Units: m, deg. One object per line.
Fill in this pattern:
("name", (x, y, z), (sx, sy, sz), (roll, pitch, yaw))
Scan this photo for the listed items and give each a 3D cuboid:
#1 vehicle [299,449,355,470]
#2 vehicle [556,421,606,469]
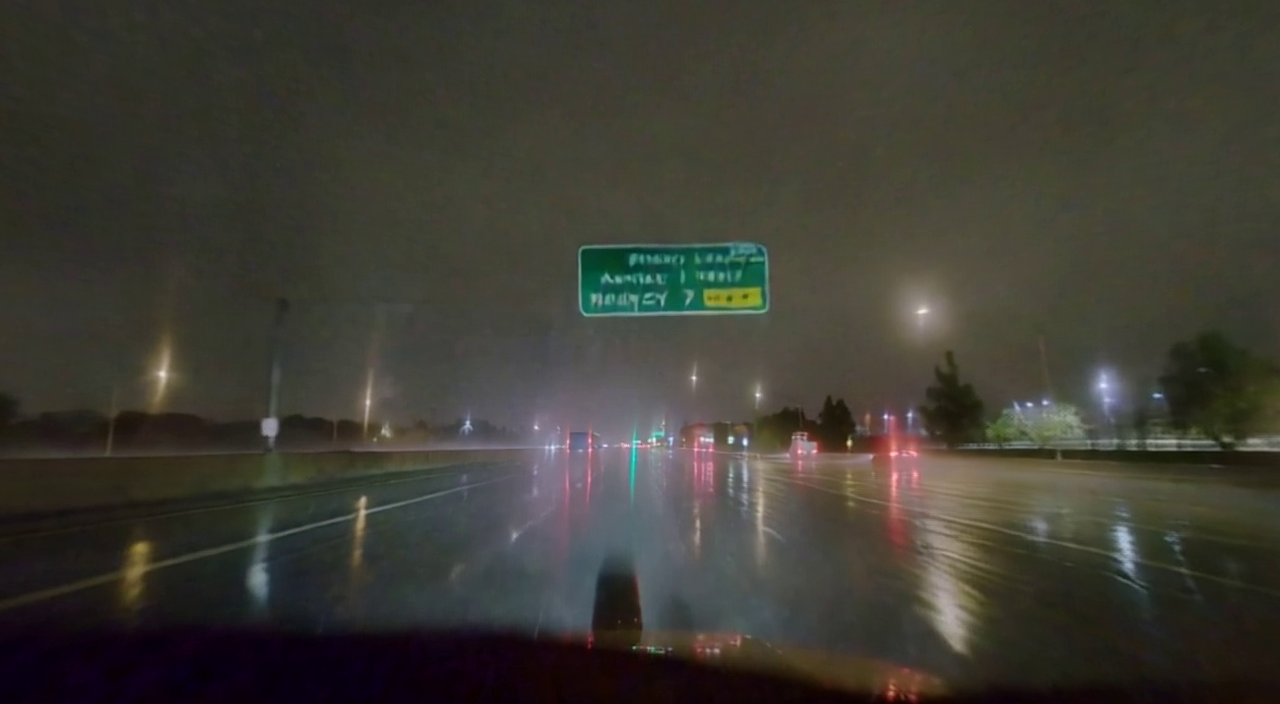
("vehicle", (-22.182, 7.620, 44.962), (1.856, 1.422, 4.312), (0, -9, -1))
("vehicle", (-3.790, 6.235, 42.340), (2.881, 2.937, 7.045), (0, -9, -2))
